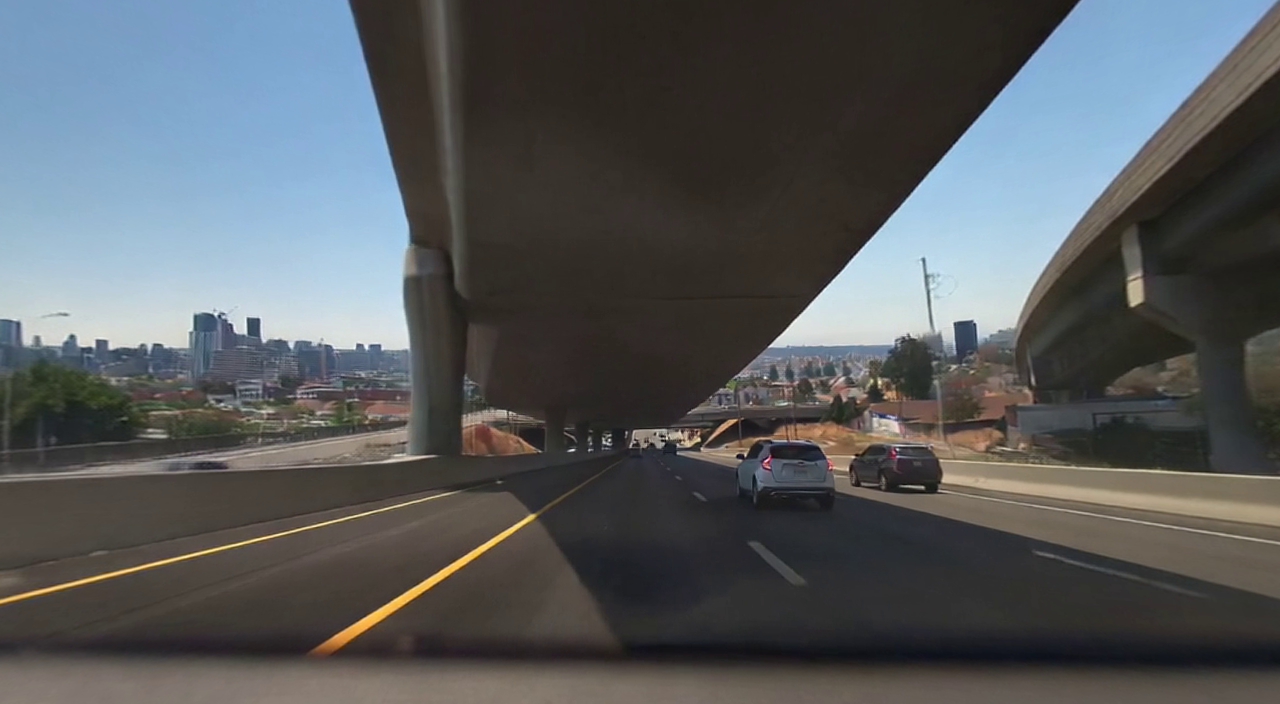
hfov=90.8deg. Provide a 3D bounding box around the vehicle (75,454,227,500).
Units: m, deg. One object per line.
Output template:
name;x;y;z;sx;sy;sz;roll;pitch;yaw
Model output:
vehicle;-19.461;4.967;25.500;2.202;1.577;4.701;-1;-8;3

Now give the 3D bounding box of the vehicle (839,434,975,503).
vehicle;6.902;3.033;16.831;1.856;1.592;3.920;0;-8;-1

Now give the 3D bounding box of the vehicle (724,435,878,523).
vehicle;3.165;2.598;13.546;1.982;1.533;4.612;0;-8;-1
